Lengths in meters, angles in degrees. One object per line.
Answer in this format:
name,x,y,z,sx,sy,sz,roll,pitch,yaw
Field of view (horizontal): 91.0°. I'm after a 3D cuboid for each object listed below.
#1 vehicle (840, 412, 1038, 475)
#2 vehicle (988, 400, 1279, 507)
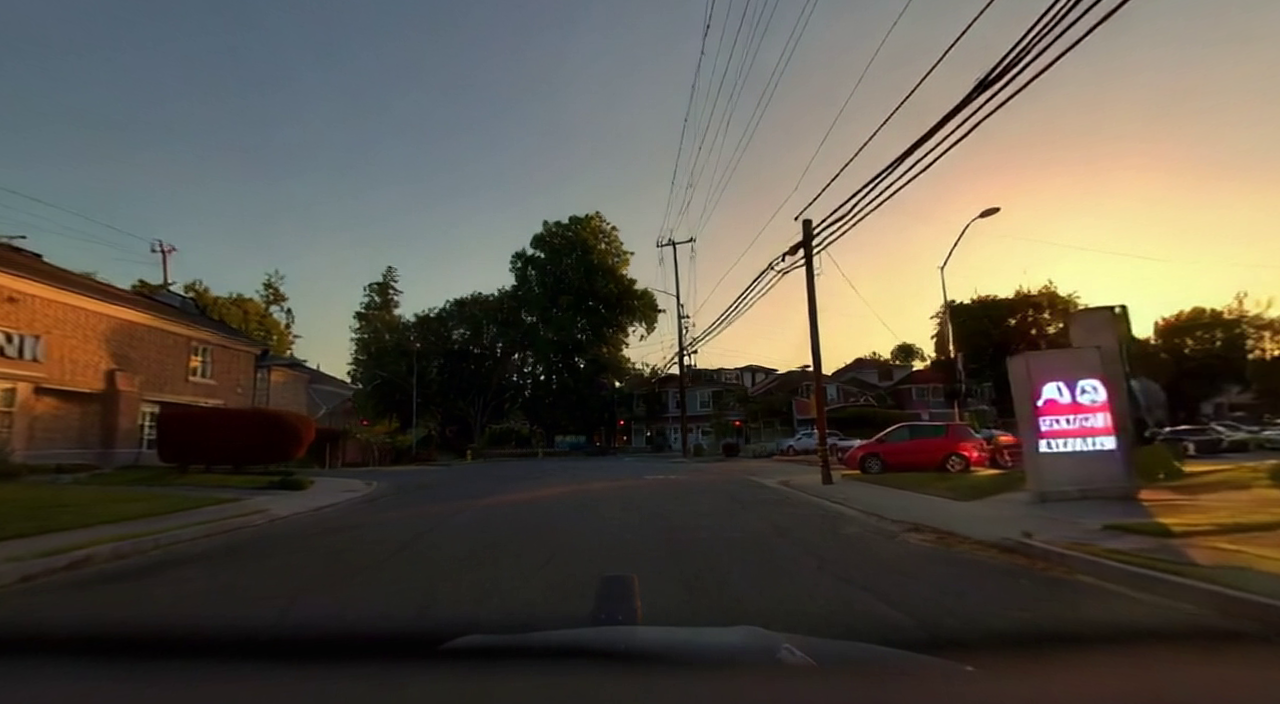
vehicle,10.067,3.143,21.609,5.593,1.993,2.233,0,-8,0
vehicle,10.106,1.835,11.590,6.000,1.740,2.356,0,-8,-2
